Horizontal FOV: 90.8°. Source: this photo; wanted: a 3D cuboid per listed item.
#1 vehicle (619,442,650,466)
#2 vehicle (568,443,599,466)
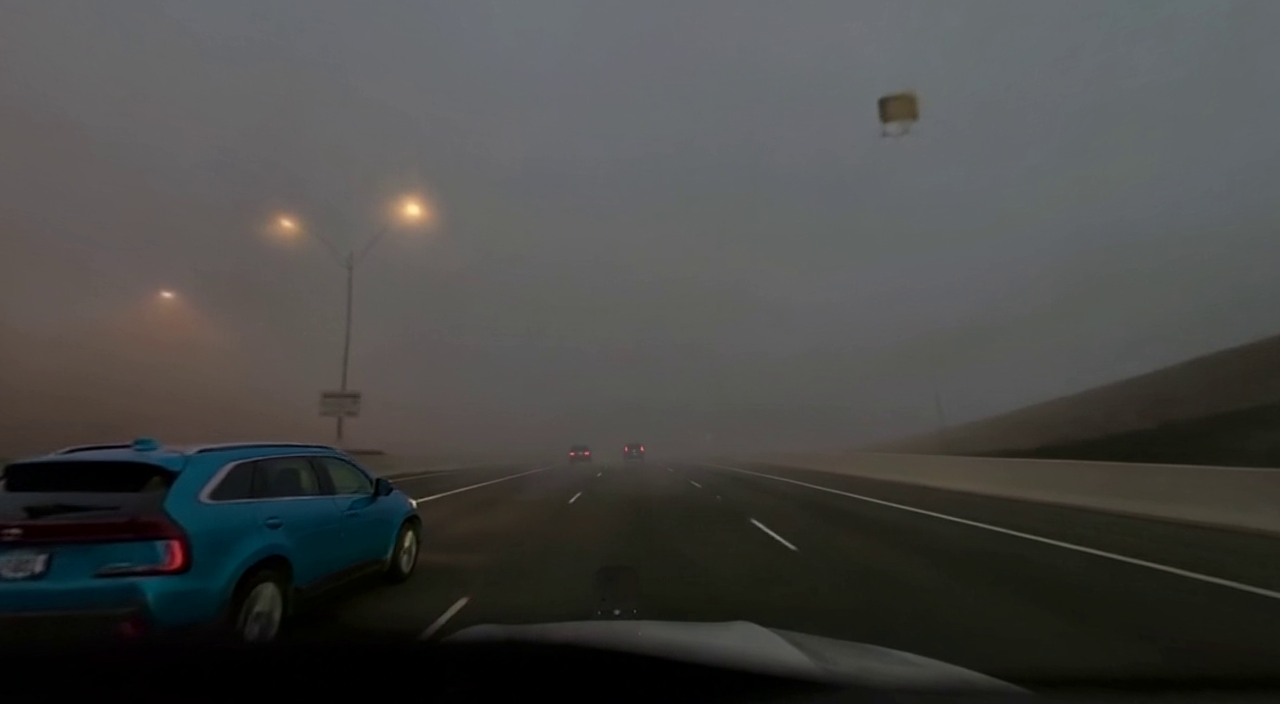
[{"bbox_3d":[-0.438,7.328,45.583,2.132,1.657,3.967,0,-8,-2],"label":"vehicle"},{"bbox_3d":[-4.252,7.729,47.868,2.000,1.646,4.201,0,-8,-1],"label":"vehicle"}]
